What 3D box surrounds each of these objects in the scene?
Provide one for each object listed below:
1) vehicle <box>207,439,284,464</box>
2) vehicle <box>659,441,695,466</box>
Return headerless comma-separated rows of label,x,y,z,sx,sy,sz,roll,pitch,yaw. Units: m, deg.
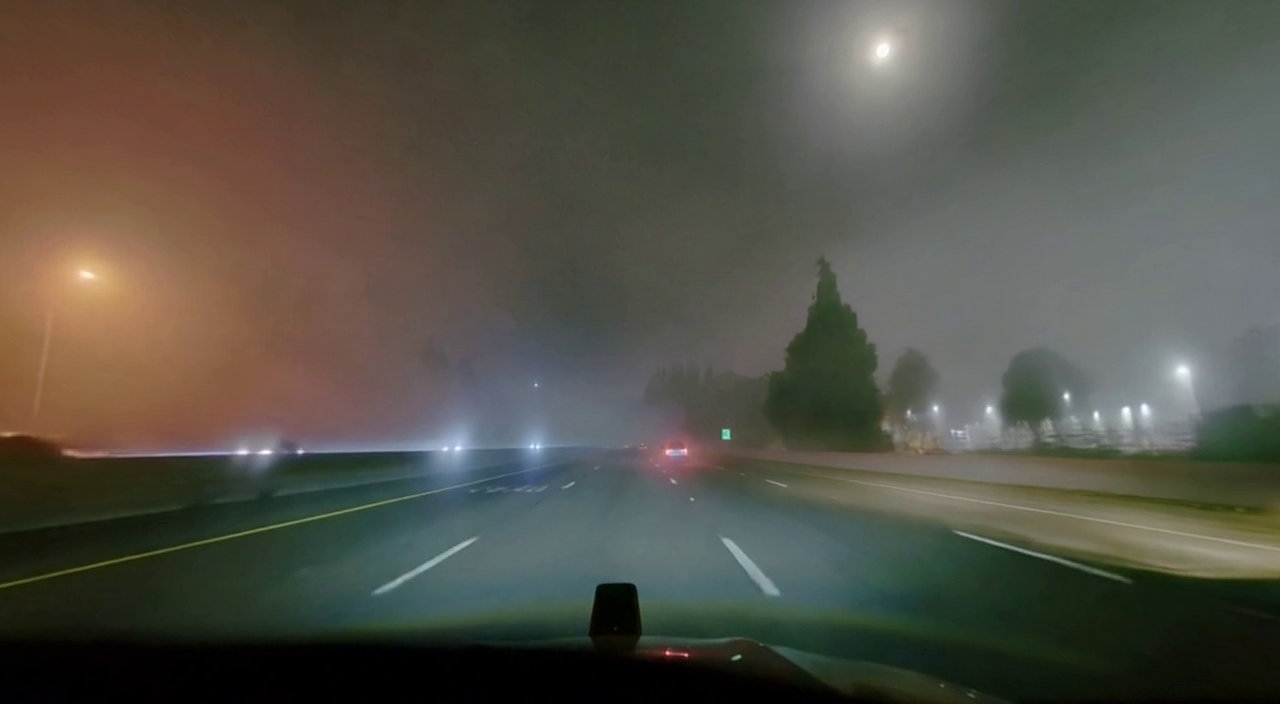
vehicle,-25.363,6.408,40.852,1.902,1.514,4.866,0,-9,0
vehicle,2.580,7.223,45.176,2.127,1.692,4.382,0,-9,-2
